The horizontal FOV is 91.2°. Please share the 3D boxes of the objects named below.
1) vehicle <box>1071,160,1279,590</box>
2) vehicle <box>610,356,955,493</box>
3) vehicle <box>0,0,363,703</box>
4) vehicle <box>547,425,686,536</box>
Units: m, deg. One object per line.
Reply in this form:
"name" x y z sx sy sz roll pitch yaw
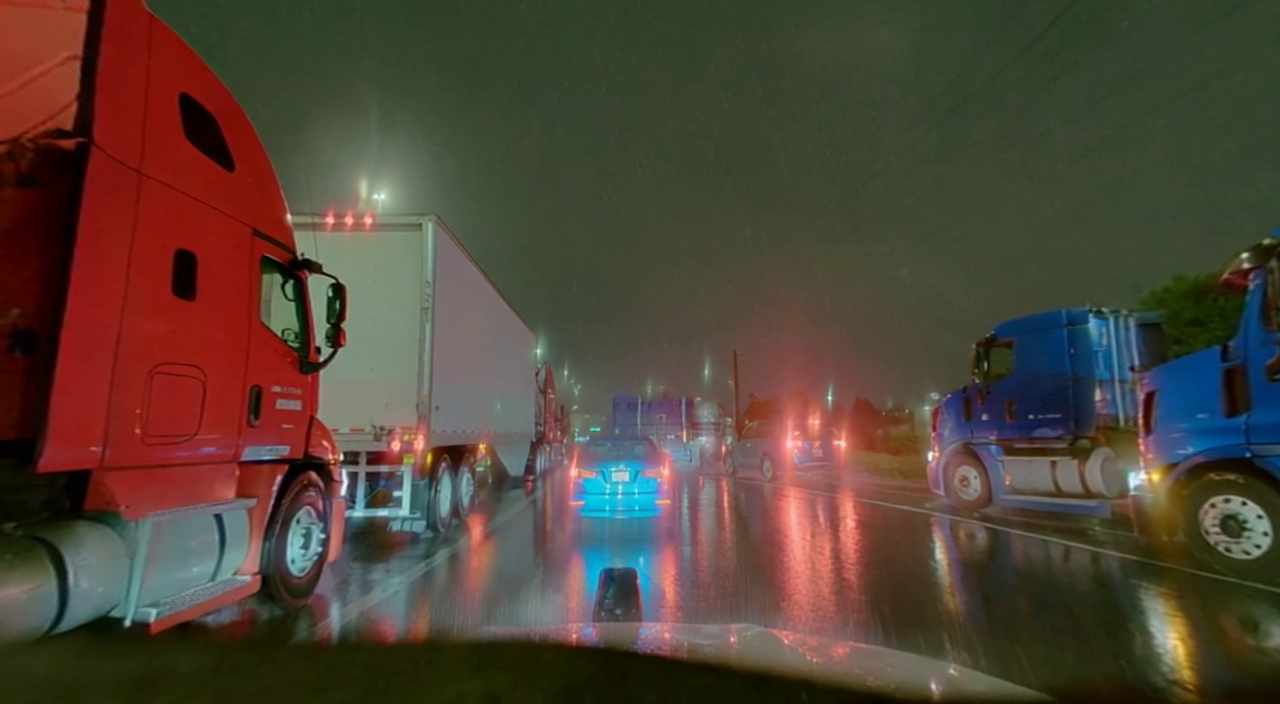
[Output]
"vehicle" 11.162 -0.264 3.684 13.564 4.152 3.110 -9 -12 42
"vehicle" 4.475 3.131 25.420 2.877 4.124 14.516 4 -10 -41
"vehicle" -3.962 -0.128 1.071 2.986 3.391 9.523 0 -9 -3
"vehicle" -0.401 2.304 11.732 2.140 1.682 3.971 0 -9 -1
